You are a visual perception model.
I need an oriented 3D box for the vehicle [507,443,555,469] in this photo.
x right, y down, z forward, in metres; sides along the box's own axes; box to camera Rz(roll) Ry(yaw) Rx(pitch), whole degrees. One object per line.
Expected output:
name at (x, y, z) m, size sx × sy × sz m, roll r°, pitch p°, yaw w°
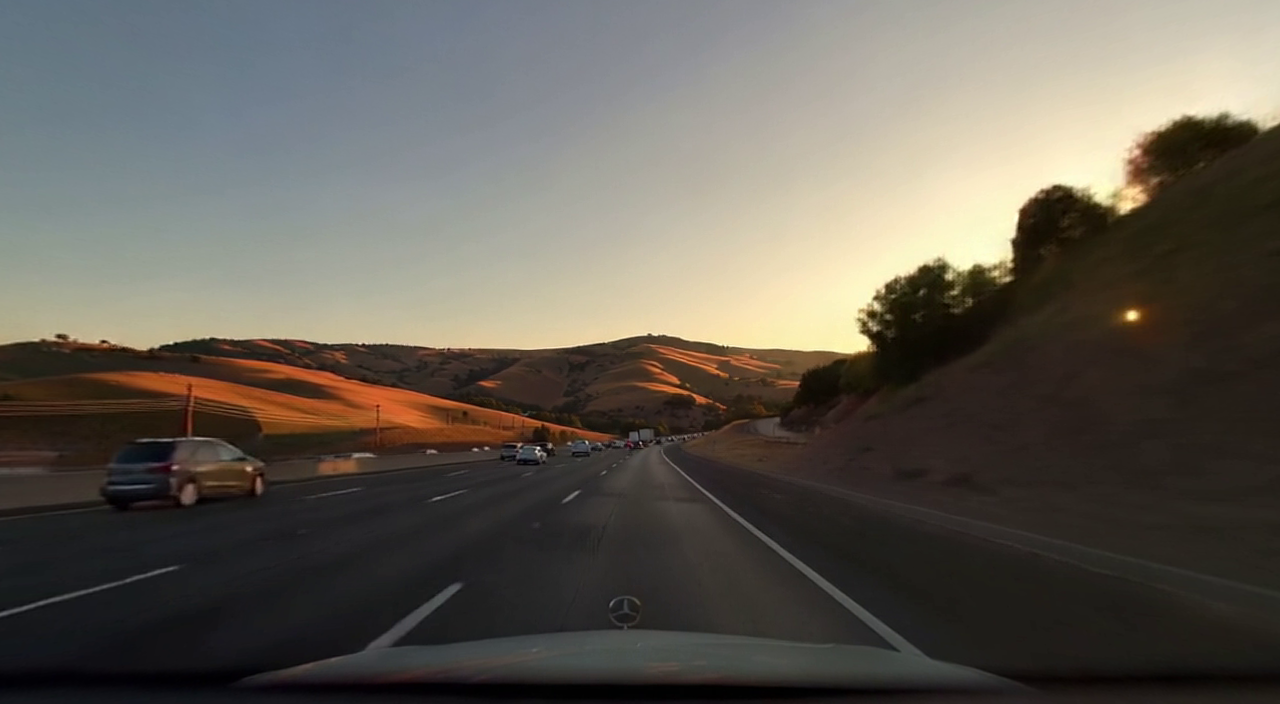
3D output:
vehicle at (-6.747, 6.458, 39.417) m, size 2.107 × 1.484 × 4.449 m, roll 0°, pitch -9°, yaw 2°

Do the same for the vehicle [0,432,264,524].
vehicle at (-10.798, 2.675, 13.962) m, size 2.122 × 1.695 × 4.437 m, roll 0°, pitch -9°, yaw 1°
